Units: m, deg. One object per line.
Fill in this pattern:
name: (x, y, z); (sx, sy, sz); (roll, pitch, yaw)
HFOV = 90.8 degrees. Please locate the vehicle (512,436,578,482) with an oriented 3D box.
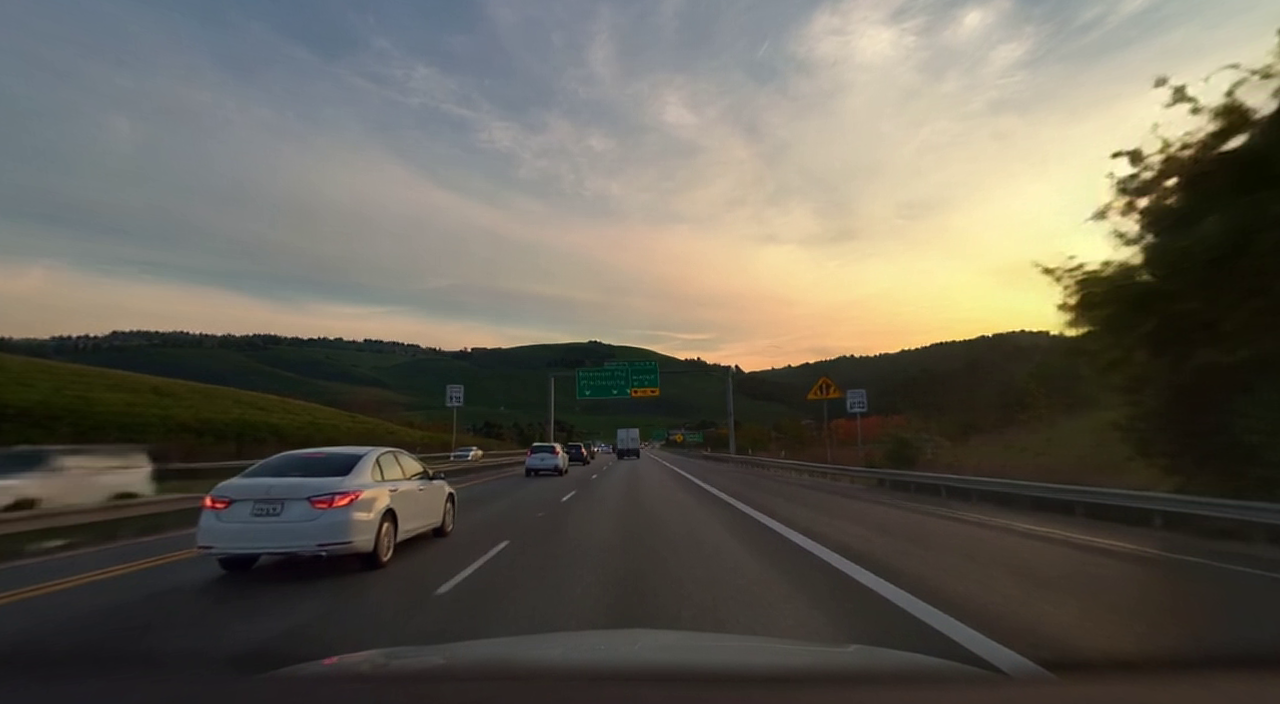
vehicle: (-3.848, 4.412, 26.230); (2.073, 1.694, 4.162); (-1, -9, 0)

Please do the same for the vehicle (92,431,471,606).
vehicle: (-3.635, 1.747, 7.638); (1.988, 1.440, 4.504); (0, -9, -1)
